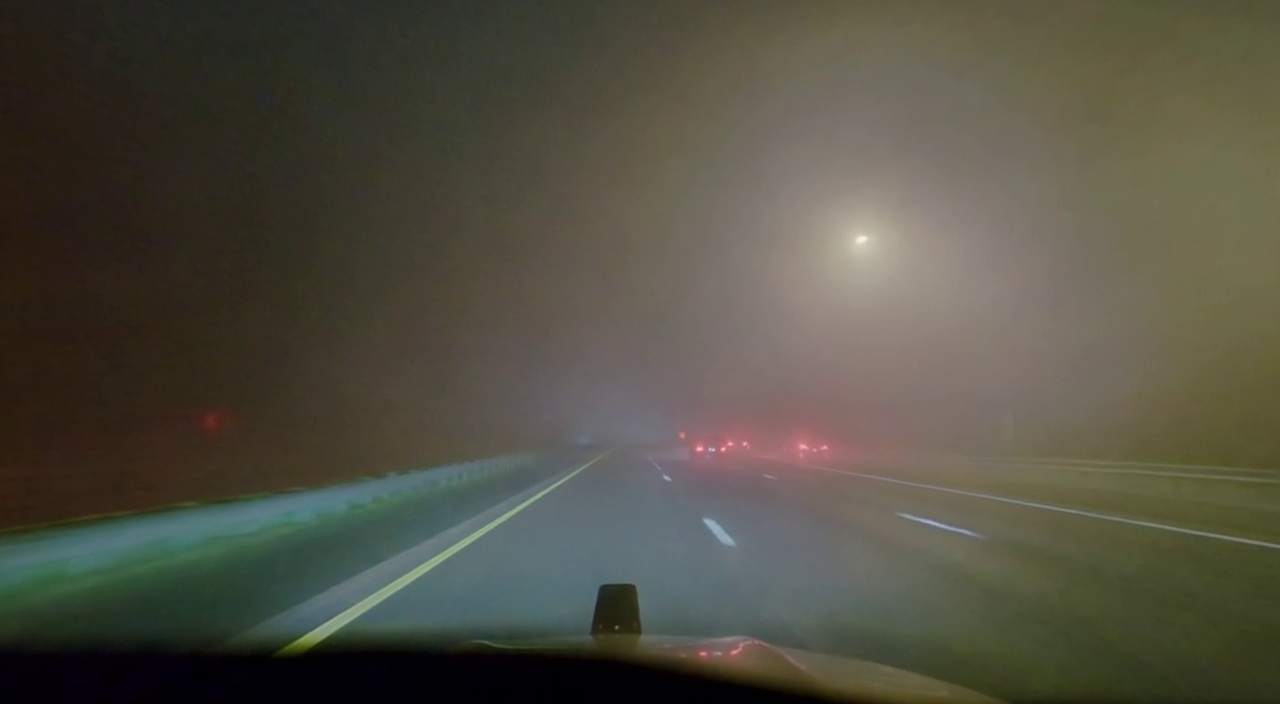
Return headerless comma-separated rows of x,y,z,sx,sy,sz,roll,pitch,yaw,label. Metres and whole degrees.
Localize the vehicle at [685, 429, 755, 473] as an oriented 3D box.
3.048,3.883,24.939,2.084,1.583,4.420,0,-8,-1,vehicle
